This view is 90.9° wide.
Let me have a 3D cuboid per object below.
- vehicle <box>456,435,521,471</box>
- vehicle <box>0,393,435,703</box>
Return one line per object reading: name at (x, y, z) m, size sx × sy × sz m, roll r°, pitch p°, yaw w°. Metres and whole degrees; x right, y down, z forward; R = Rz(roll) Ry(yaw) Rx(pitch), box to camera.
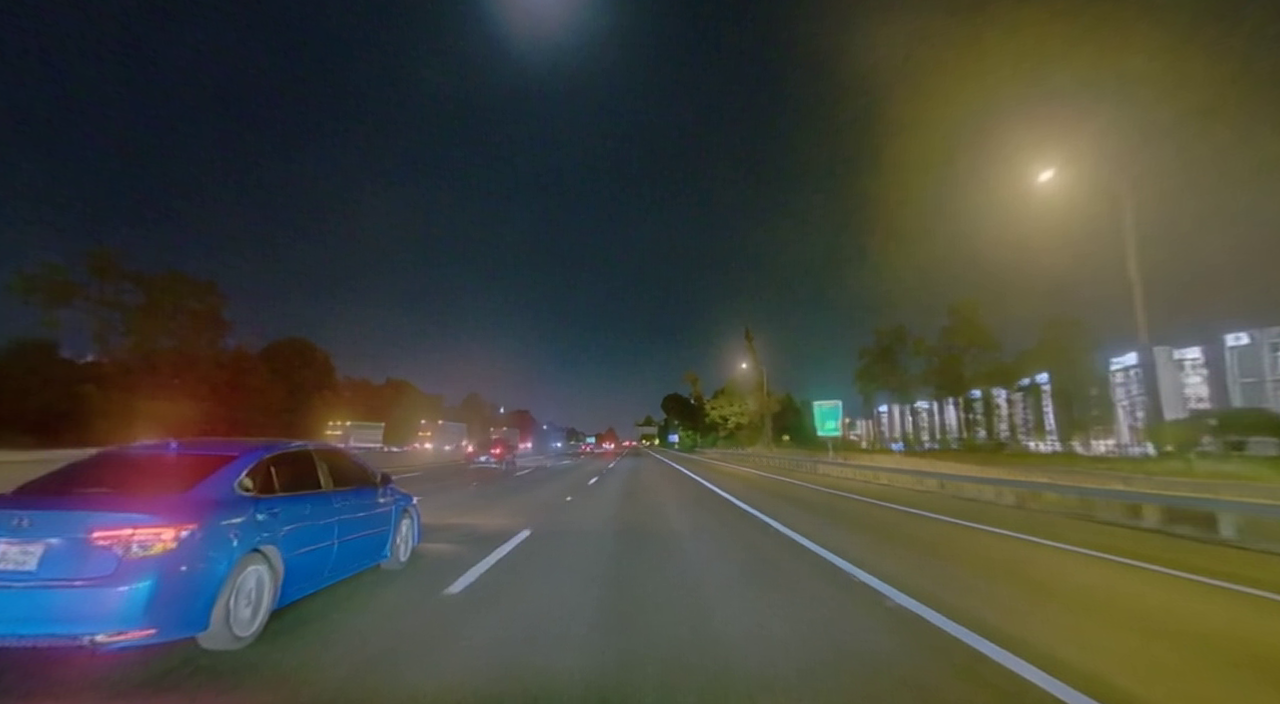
vehicle at (-7.535, 5.058, 31.872) m, size 2.118 × 1.675 × 4.395 m, roll 0°, pitch -8°, yaw 1°
vehicle at (-3.624, 1.324, 5.188) m, size 2.144 × 1.565 × 4.951 m, roll 0°, pitch -8°, yaw 1°
